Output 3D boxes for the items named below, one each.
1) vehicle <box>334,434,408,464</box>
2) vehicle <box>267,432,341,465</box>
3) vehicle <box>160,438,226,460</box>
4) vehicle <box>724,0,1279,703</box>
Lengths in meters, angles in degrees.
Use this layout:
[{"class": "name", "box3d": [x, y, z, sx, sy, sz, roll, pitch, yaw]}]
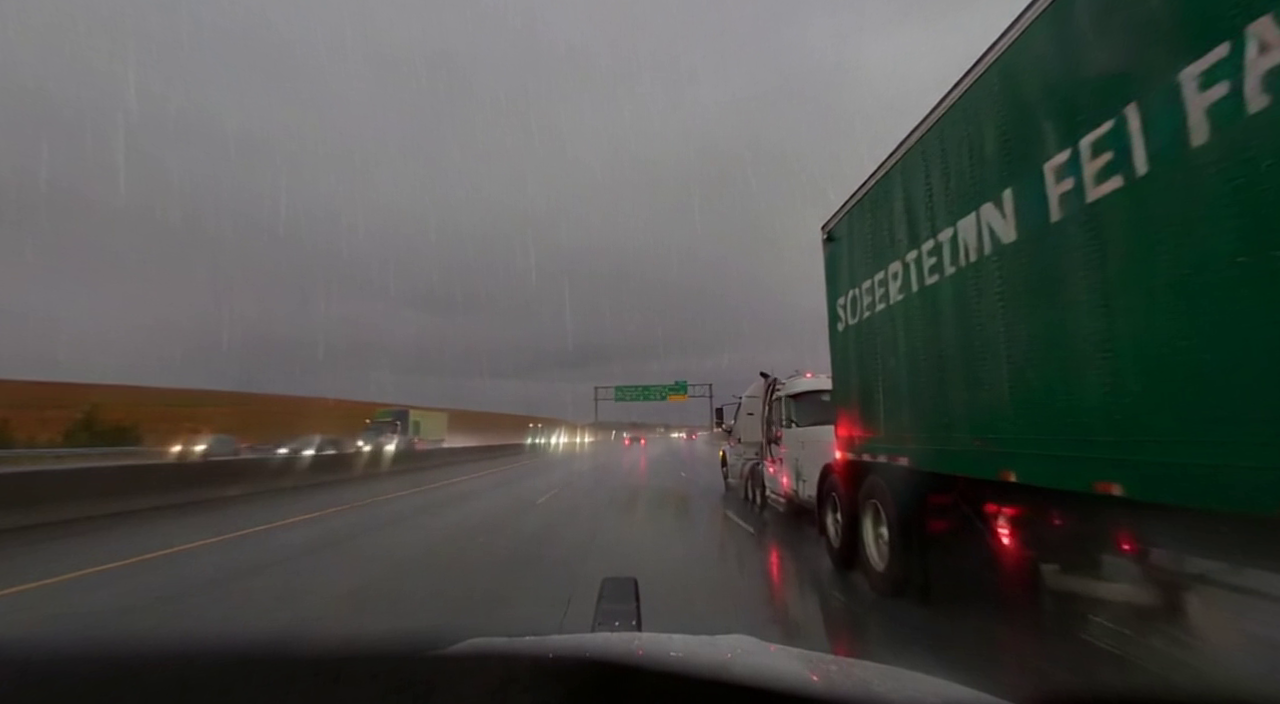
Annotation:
[{"class": "vehicle", "box3d": [-14.478, 5.215, 34.224, 1.887, 1.500, 4.933, 0, -8, 0]}, {"class": "vehicle", "box3d": [-18.416, 5.281, 34.773, 1.830, 1.722, 4.048, 0, -8, 0]}, {"class": "vehicle", "box3d": [-31.223, 6.763, 44.148, 1.675, 1.397, 3.817, 0, -8, 3]}, {"class": "vehicle", "box3d": [3.637, 0.266, 7.482, 2.976, 4.077, 14.571, 0, -8, -1]}]
